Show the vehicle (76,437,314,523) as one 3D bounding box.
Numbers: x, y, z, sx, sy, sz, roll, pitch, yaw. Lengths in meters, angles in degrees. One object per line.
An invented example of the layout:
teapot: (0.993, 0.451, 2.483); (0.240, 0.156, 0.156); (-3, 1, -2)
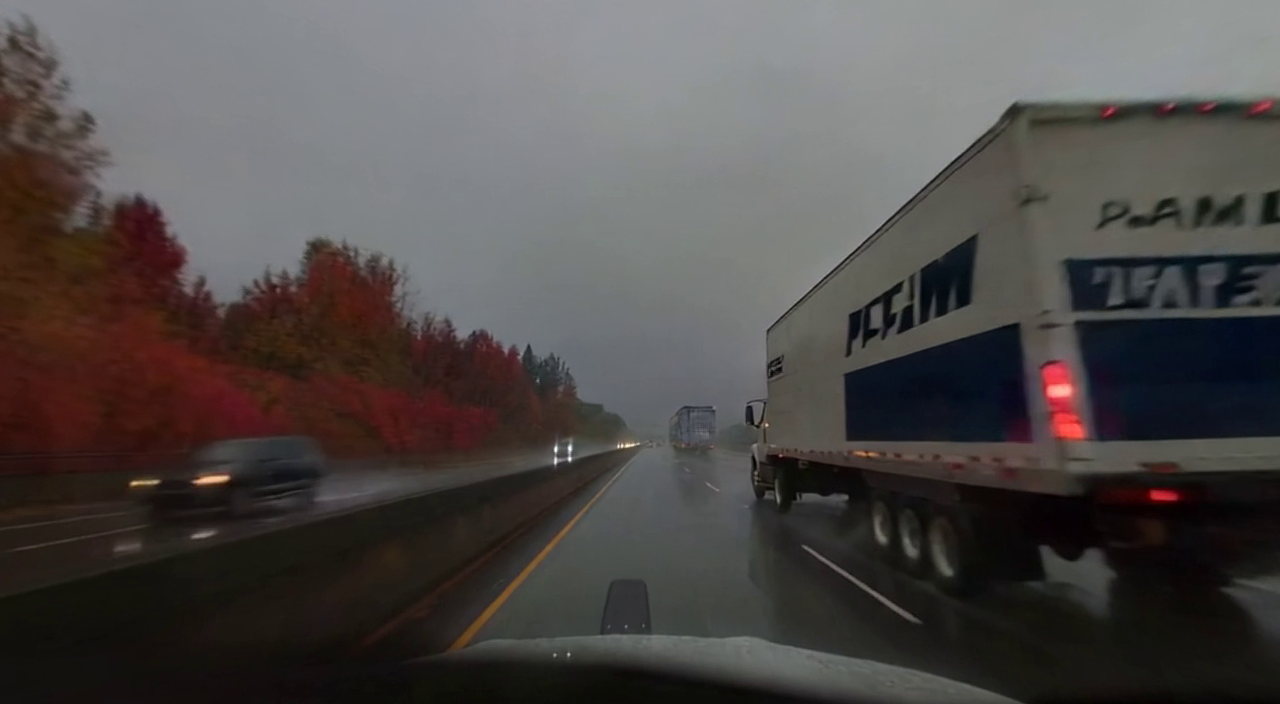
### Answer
vehicle: (-10.081, 2.886, 14.871); (2.019, 1.697, 4.634); (-1, -8, 3)

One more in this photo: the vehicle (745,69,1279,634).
vehicle: (4.443, 0.854, 11.177); (2.864, 3.962, 13.768); (0, -8, 0)
